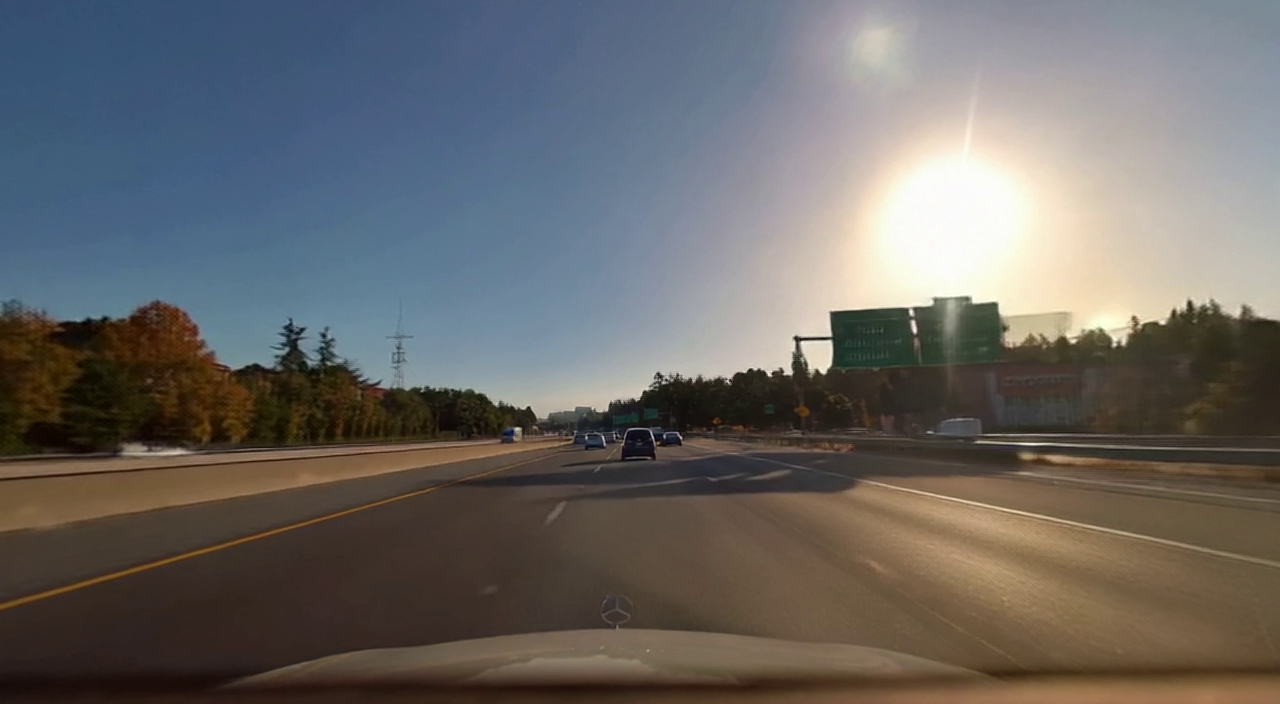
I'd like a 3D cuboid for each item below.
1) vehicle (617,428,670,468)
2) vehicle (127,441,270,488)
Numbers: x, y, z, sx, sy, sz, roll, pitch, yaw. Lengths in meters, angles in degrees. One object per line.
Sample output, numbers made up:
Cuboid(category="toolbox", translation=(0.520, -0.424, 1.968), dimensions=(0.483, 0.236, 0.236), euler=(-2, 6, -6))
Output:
Cuboid(category="vehicle", translation=(0.072, 4.037, 26.611), dimensions=(2.086, 1.554, 3.875), euler=(0, -8, -2))
Cuboid(category="vehicle", translation=(-15.462, 3.915, 22.455), dimensions=(1.904, 1.480, 4.520), euler=(0, -8, -1))
